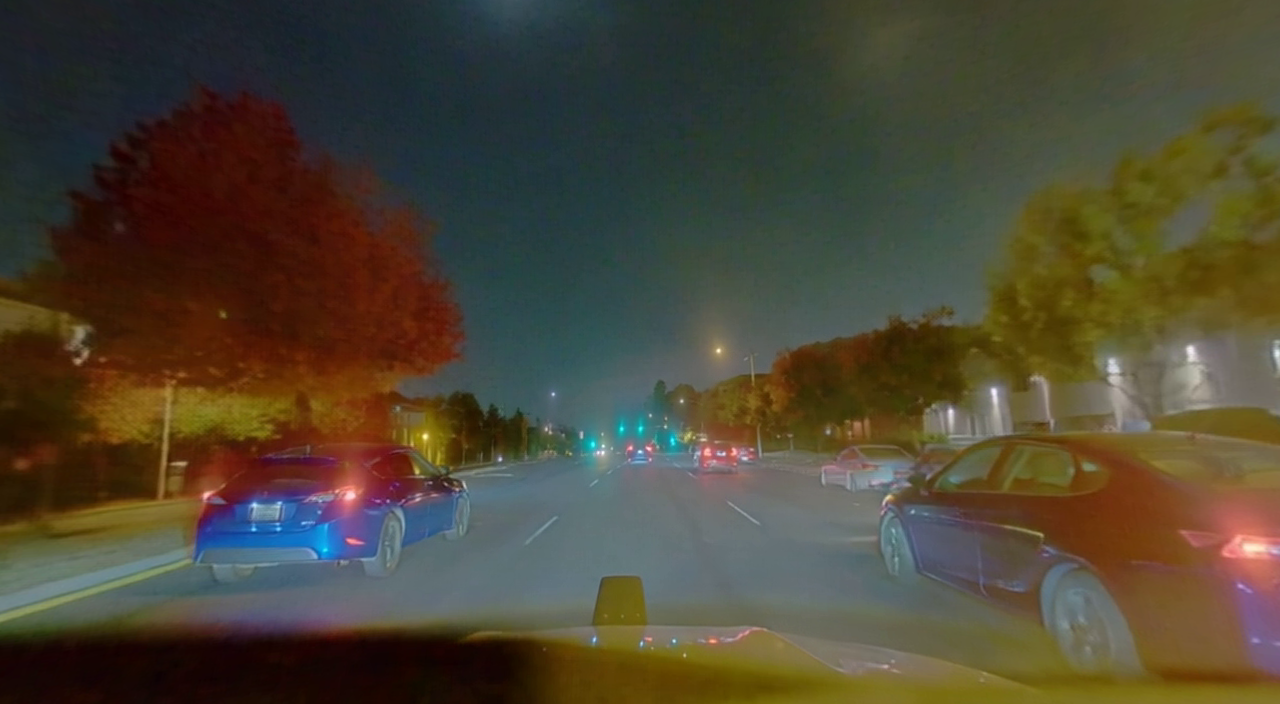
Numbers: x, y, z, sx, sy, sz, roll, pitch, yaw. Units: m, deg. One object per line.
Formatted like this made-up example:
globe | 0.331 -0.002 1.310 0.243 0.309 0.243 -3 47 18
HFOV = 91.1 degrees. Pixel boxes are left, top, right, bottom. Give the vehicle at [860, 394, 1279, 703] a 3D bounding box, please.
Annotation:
vehicle | 3.275 1.173 4.102 2.060 1.474 4.475 0 -8 0

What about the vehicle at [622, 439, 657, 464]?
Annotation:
vehicle | -0.006 6.893 43.537 2.293 1.662 4.262 0 -8 1

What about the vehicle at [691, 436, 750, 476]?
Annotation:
vehicle | 3.567 4.710 28.619 2.019 1.675 4.488 0 -8 -1

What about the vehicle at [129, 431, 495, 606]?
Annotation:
vehicle | -3.363 1.772 7.742 1.997 1.479 4.547 0 -8 1
